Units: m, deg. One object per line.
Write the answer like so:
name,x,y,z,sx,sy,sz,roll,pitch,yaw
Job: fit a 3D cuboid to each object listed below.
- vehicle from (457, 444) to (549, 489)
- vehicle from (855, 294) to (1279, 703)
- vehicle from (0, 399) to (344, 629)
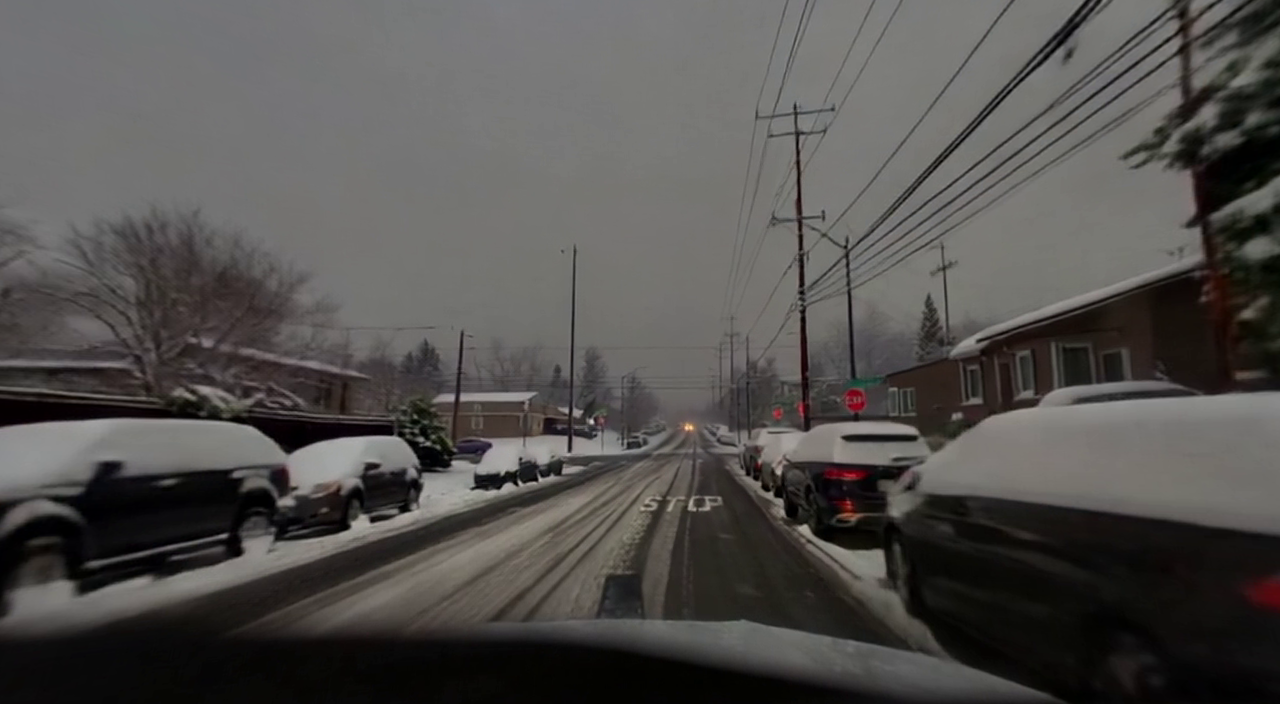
vehicle,-4.866,4.107,23.189,2.098,1.454,4.449,-1,-8,4
vehicle,3.169,1.028,3.771,2.251,1.824,5.504,-1,-8,5
vehicle,-6.451,1.728,7.795,2.359,1.947,5.833,-1,-8,5
